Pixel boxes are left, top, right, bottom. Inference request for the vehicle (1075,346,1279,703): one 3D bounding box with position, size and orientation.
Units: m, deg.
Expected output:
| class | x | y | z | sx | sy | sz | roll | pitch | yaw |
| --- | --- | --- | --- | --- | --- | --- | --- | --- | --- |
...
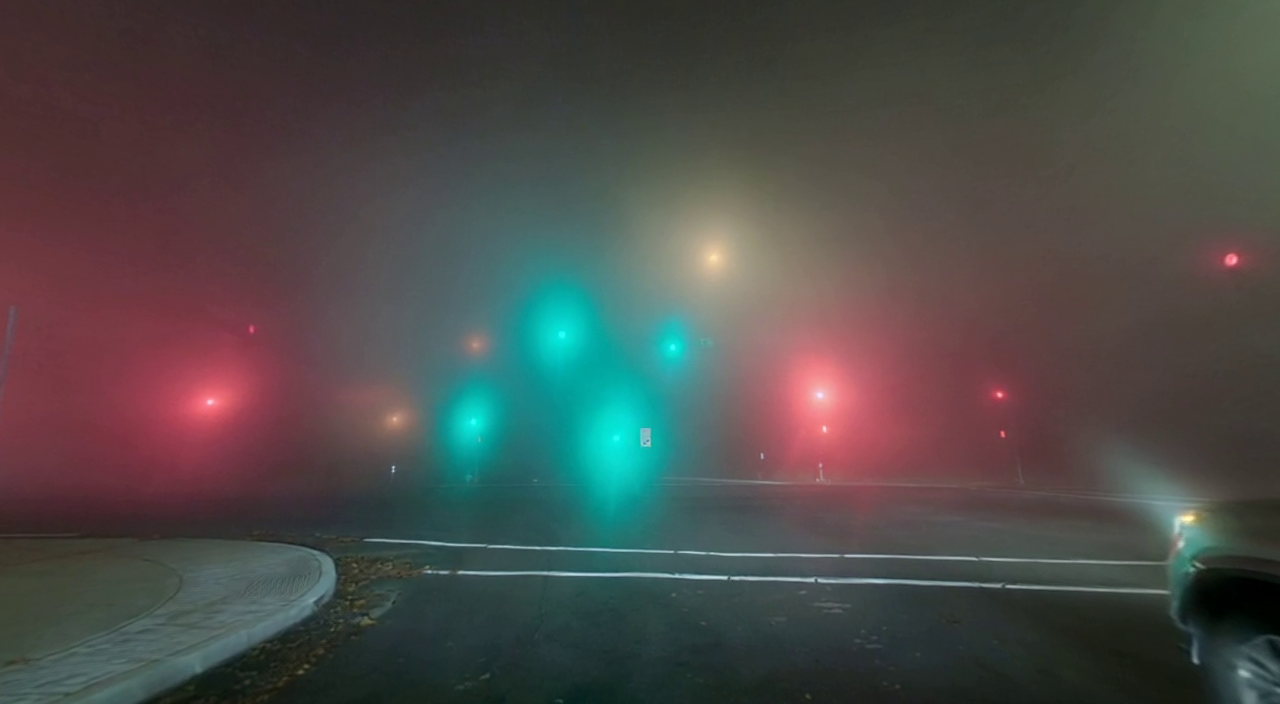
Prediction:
| class | x | y | z | sx | sy | sz | roll | pitch | yaw |
| --- | --- | --- | --- | --- | --- | --- | --- | --- | --- |
| vehicle | 3.074 | 0.634 | 0.935 | 1.938 | 1.648 | 4.211 | -1 | -8 | 2 |
